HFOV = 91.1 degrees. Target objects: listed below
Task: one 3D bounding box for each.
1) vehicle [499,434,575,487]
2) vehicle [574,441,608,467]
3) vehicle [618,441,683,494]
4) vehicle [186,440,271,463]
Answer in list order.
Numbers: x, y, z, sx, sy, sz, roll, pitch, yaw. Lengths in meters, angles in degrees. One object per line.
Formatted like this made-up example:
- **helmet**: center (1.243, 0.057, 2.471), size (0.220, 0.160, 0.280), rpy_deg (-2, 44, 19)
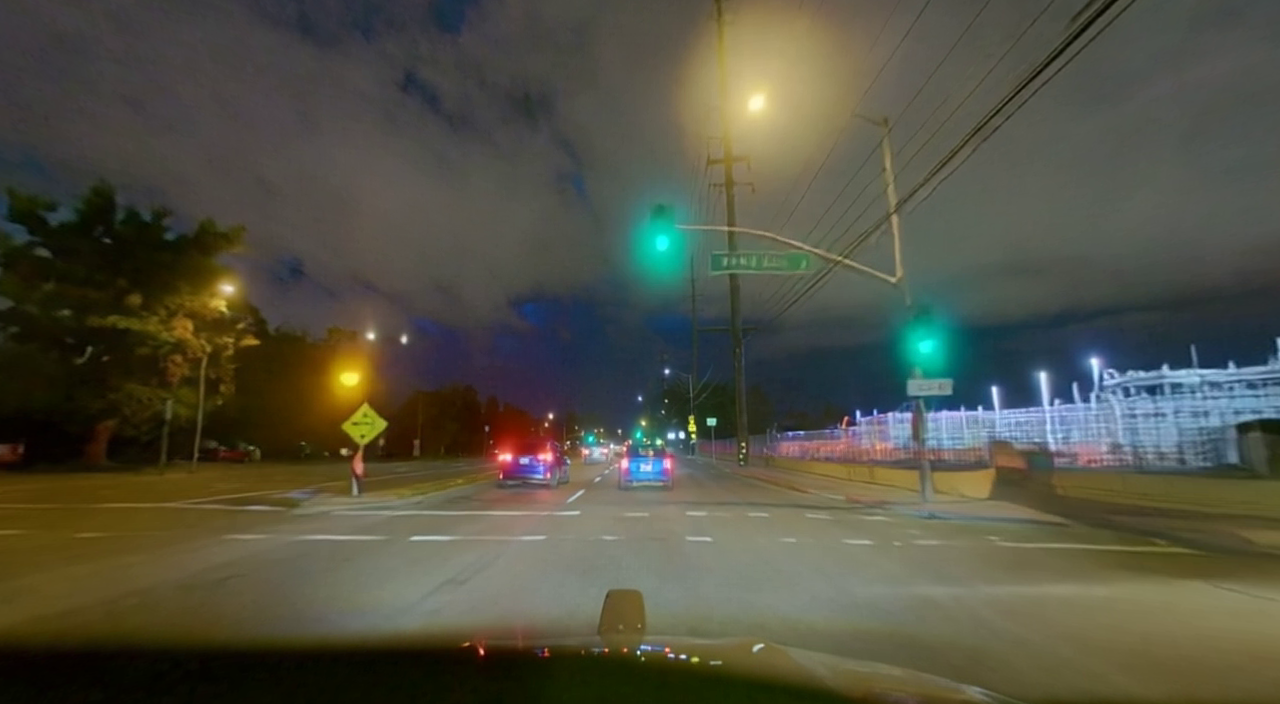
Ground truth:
- **vehicle**: center (-3.775, 4.059, 23.912), size (2.078, 1.804, 4.387), rpy_deg (0, -8, 1)
- **vehicle**: center (-3.441, 7.275, 45.032), size (1.910, 1.713, 4.786), rpy_deg (0, -8, 1)
- **vehicle**: center (0.340, 4.007, 22.229), size (2.059, 1.691, 3.980), rpy_deg (0, -8, 0)
- **vehicle**: center (-31.662, 7.696, 48.428), size (5.155, 1.679, 1.934), rpy_deg (0, -8, 0)
